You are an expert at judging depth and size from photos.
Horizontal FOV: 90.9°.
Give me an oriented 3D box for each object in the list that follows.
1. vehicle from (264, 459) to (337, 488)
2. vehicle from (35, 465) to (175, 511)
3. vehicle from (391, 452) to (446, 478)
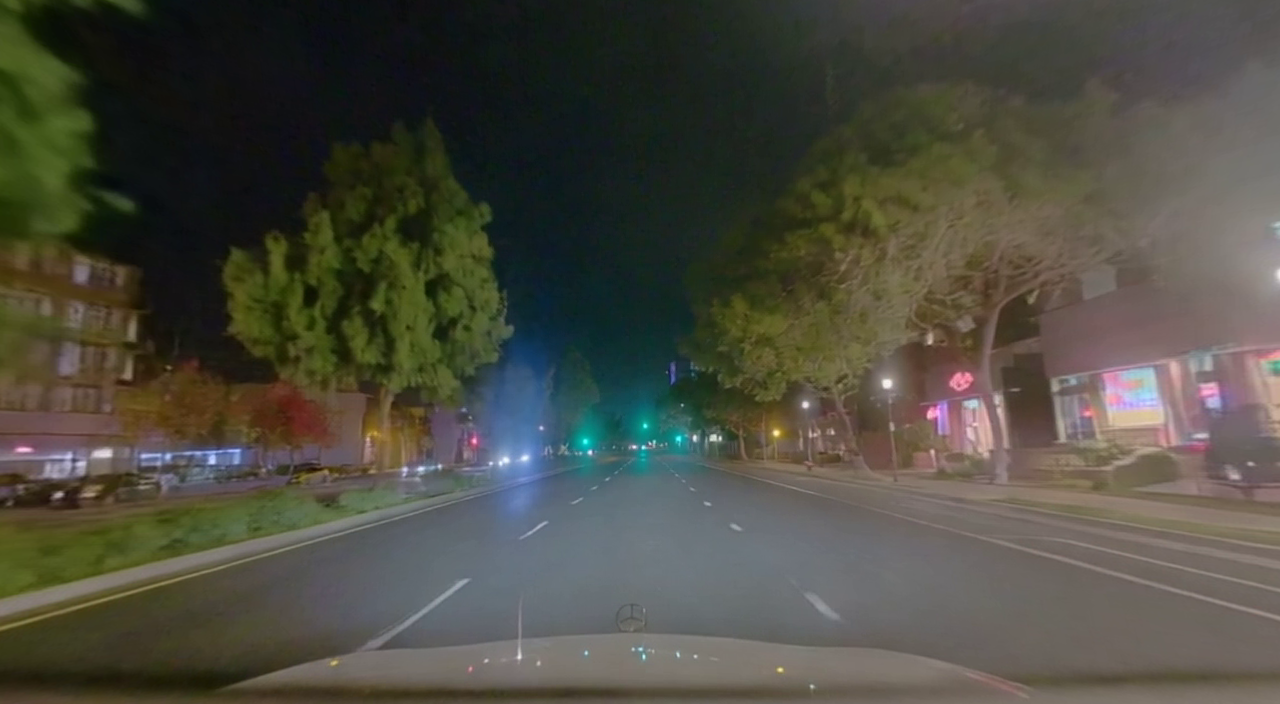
[{"bbox_3d":[-21.521,7.693,40.192,1.881,1.537,4.611,-3,-9,3],"label":"vehicle"},{"bbox_3d":[-21.879,5.547,26.068,1.885,1.504,4.359,-3,-9,2],"label":"vehicle"},{"bbox_3d":[-14.118,7.175,40.408,1.829,1.505,4.275,-1,-8,1],"label":"vehicle"}]
